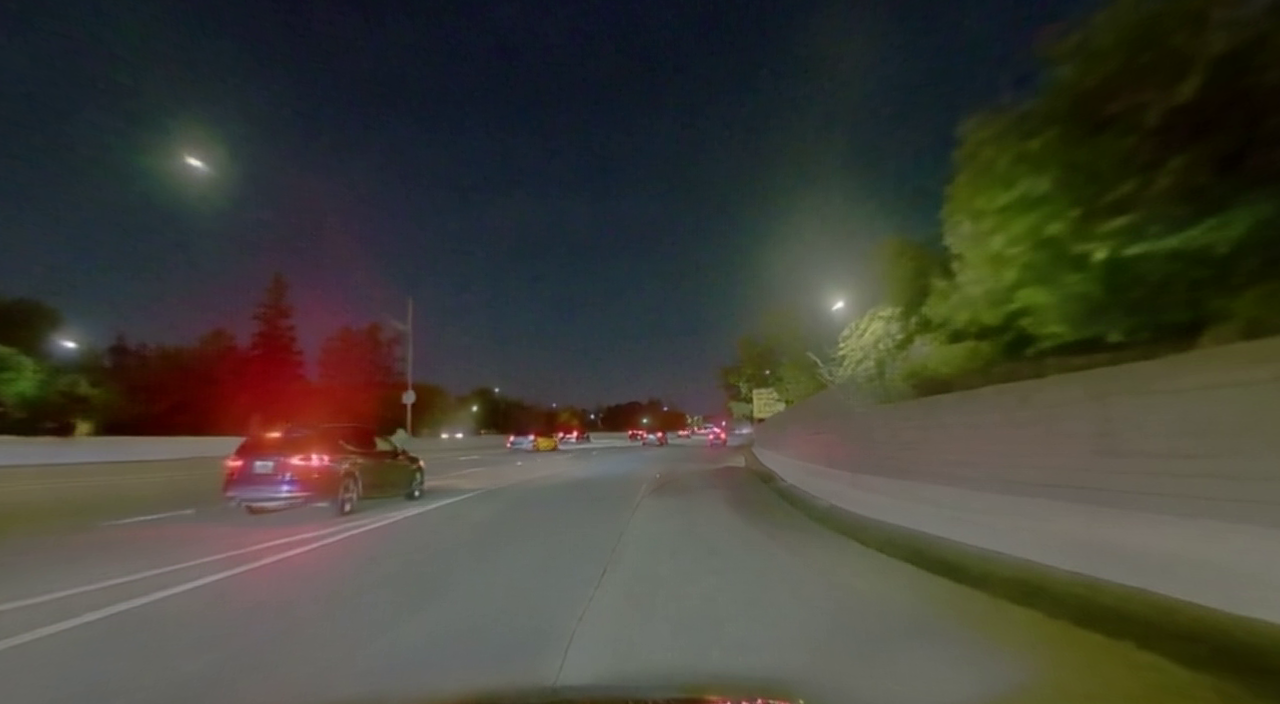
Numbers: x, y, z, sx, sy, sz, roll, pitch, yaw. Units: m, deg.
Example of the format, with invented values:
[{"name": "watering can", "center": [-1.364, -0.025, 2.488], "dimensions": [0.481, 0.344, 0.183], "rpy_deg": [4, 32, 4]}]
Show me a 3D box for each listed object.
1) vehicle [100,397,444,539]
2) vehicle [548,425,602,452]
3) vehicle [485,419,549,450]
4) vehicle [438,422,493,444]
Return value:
[{"name": "vehicle", "center": [-5.115, 1.676, 9.828], "dimensions": [2.082, 1.638, 4.644], "rpy_deg": [-1, -8, 9]}, {"name": "vehicle", "center": [-3.732, 5.061, 37.031], "dimensions": [1.860, 1.442, 4.332], "rpy_deg": [-2, -8, 12]}, {"name": "vehicle", "center": [-7.364, 5.024, 38.312], "dimensions": [2.089, 1.736, 4.662], "rpy_deg": [-2, -8, 12]}, {"name": "vehicle", "center": [-13.467, 6.349, 49.111], "dimensions": [1.955, 1.596, 4.917], "rpy_deg": [-2, -8, 14]}]
